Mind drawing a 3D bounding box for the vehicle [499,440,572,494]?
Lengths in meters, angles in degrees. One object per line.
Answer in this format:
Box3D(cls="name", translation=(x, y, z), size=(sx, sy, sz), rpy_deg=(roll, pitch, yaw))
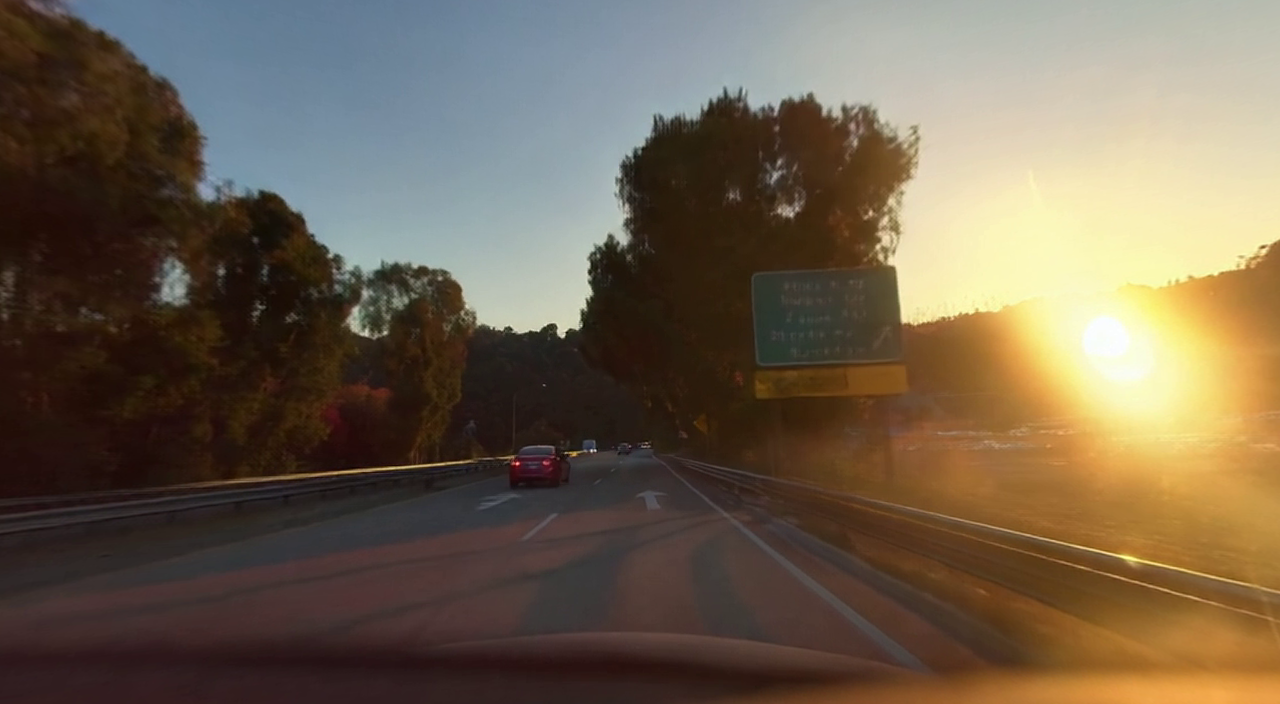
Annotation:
Box3D(cls="vehicle", translation=(-3.222, 3.619, 20.136), size=(1.675, 1.537, 3.574), rpy_deg=(0, -9, 1))
